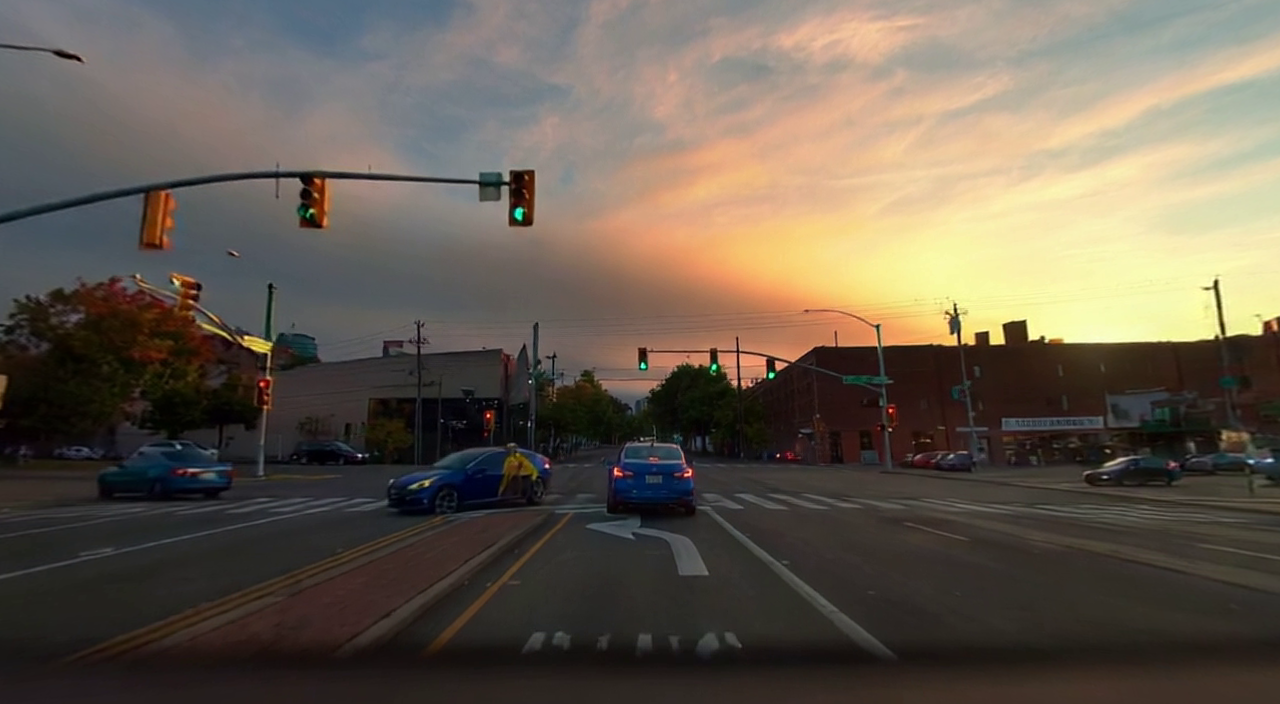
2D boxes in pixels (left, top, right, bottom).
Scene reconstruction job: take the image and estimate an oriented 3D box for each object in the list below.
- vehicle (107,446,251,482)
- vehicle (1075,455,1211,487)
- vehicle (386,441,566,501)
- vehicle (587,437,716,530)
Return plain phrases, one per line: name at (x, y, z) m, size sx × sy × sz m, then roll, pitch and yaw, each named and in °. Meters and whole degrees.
vehicle at (-19.148, 4.651, 26.399) m, size 4.531 × 1.434 × 1.841 m, roll 0°, pitch -9°, yaw -1°
vehicle at (23.467, 5.547, 29.606) m, size 4.684 × 1.412 × 1.995 m, roll 0°, pitch -9°, yaw -2°
vehicle at (-4.683, 3.330, 18.077) m, size 4.626 × 1.489 × 2.213 m, roll -4°, pitch -10°, yaw 26°
vehicle at (0.065, 2.431, 12.298) m, size 2.067 × 1.471 × 4.241 m, roll 1°, pitch -9°, yaw -4°
